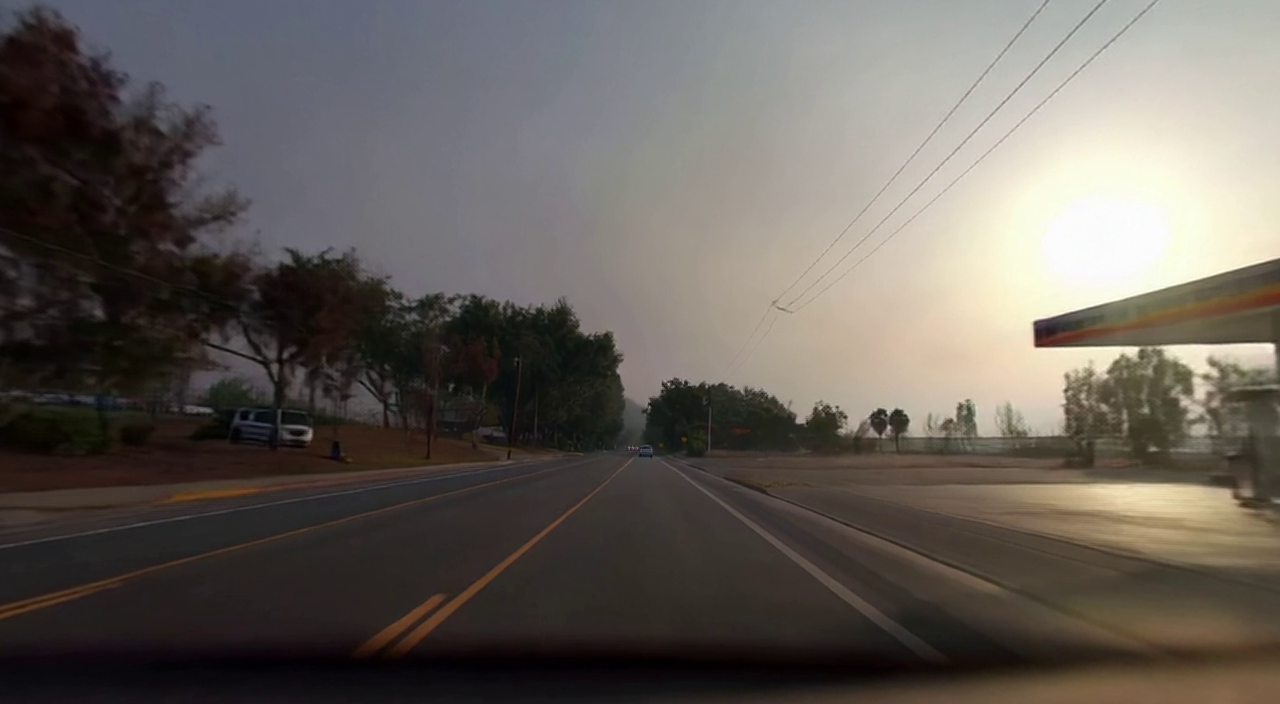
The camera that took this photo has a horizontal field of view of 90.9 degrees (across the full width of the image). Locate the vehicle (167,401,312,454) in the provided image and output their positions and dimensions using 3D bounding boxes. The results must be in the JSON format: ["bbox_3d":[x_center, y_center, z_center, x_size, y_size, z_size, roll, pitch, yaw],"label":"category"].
[{"bbox_3d":[-22.587,4.230,35.685,6.311,2.571,3.118,1,-6,12],"label":"vehicle"}]
